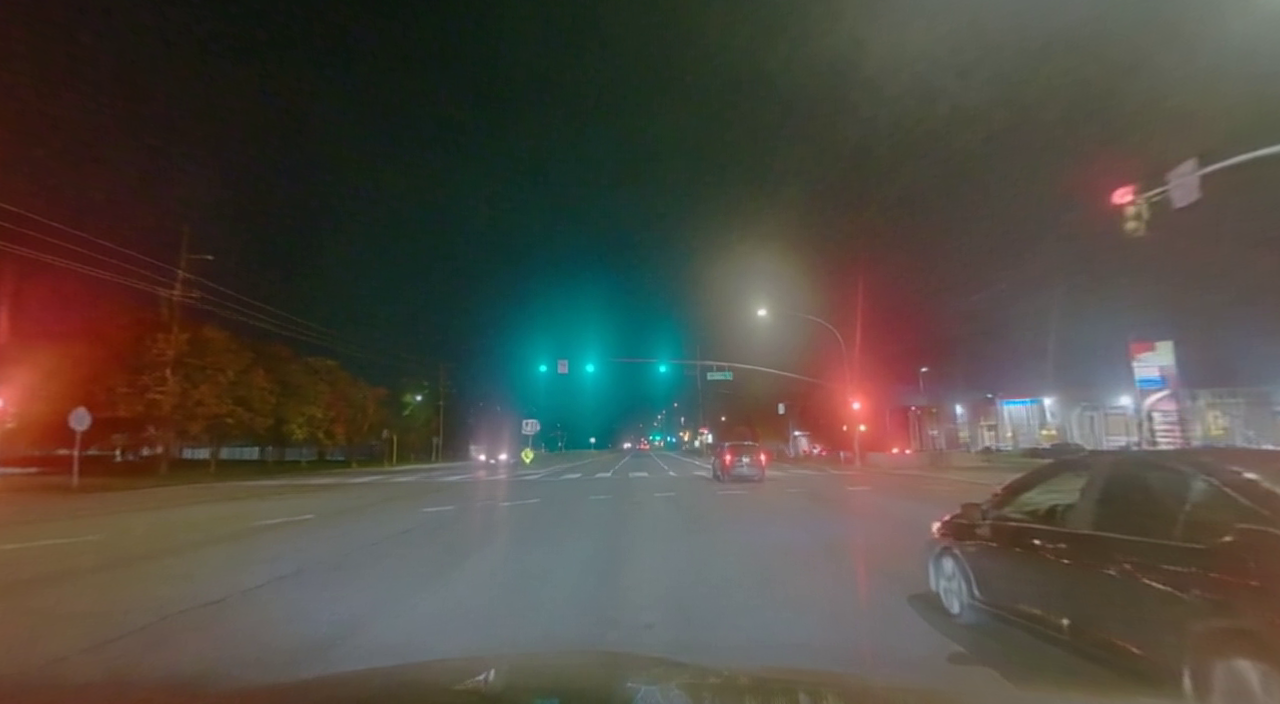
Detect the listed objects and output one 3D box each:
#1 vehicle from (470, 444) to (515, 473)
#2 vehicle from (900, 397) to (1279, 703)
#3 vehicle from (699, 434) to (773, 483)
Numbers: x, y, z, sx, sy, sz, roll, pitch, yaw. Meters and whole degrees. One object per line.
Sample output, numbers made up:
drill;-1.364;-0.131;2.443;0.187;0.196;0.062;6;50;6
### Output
vehicle;-9.097;6.561;39.324;1.816;1.478;4.404;-2;-6;-1
vehicle;3.280;1.038;3.236;2.004;1.455;4.417;0;-8;0
vehicle;3.628;4.110;24.671;2.128;1.699;4.222;0;-8;-1
